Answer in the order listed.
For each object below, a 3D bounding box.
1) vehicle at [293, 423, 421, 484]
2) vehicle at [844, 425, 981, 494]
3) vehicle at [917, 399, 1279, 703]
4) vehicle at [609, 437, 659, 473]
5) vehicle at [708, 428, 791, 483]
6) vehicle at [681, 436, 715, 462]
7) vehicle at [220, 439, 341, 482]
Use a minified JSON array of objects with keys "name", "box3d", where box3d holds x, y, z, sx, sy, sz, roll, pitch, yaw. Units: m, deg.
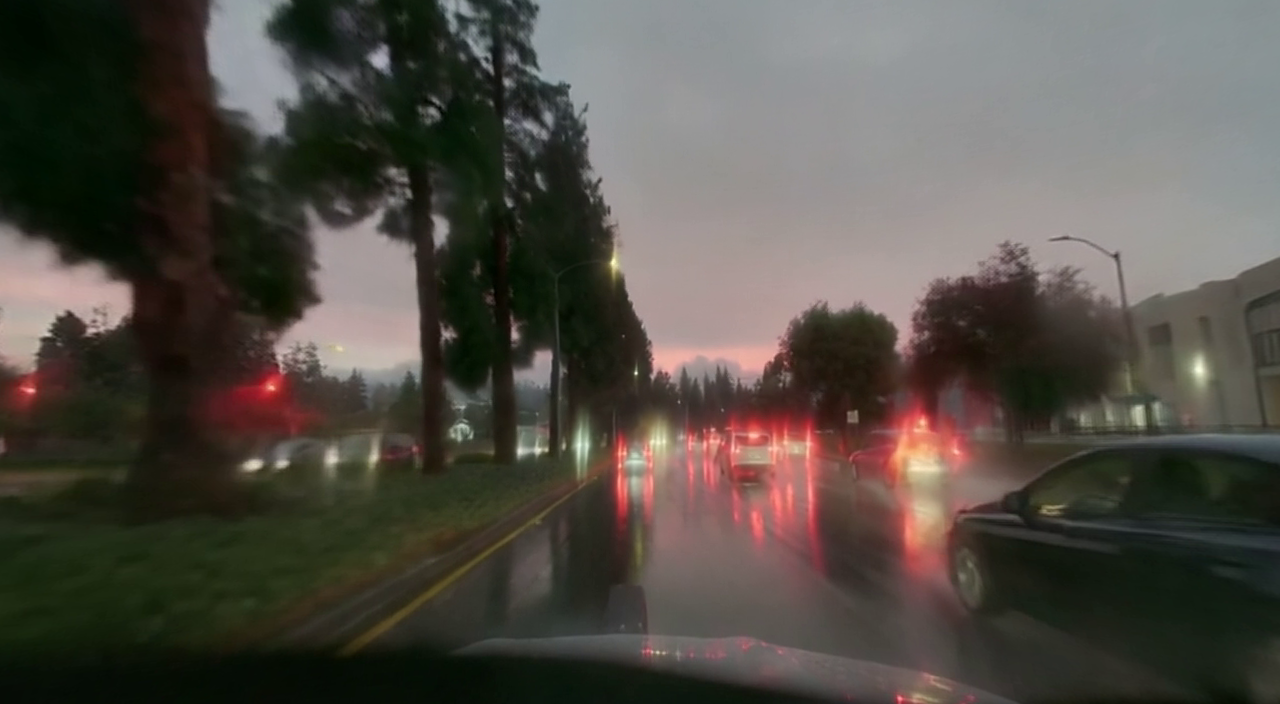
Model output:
[{"name":"vehicle","box3d":[-8.166,2.981,18.549,1.939,1.574,3.820,0,-9,0]},{"name":"vehicle","box3d":[7.642,3.068,18.174,2.008,1.714,4.407,0,-9,0]},{"name":"vehicle","box3d":[3.423,1.057,3.172,2.010,1.490,4.639,0,-9,1]},{"name":"vehicle","box3d":[-0.234,4.731,28.879,2.111,1.506,4.018,0,-9,0]},{"name":"vehicle","box3d":[3.716,3.620,22.067,2.130,1.718,4.310,0,-9,0]},{"name":"vehicle","box3d":[4.021,6.860,44.276,1.982,1.709,4.427,0,-9,-1]},{"name":"vehicle","box3d":[-15.160,4.599,26.919,2.054,1.669,5.220,0,-9,0]}]
